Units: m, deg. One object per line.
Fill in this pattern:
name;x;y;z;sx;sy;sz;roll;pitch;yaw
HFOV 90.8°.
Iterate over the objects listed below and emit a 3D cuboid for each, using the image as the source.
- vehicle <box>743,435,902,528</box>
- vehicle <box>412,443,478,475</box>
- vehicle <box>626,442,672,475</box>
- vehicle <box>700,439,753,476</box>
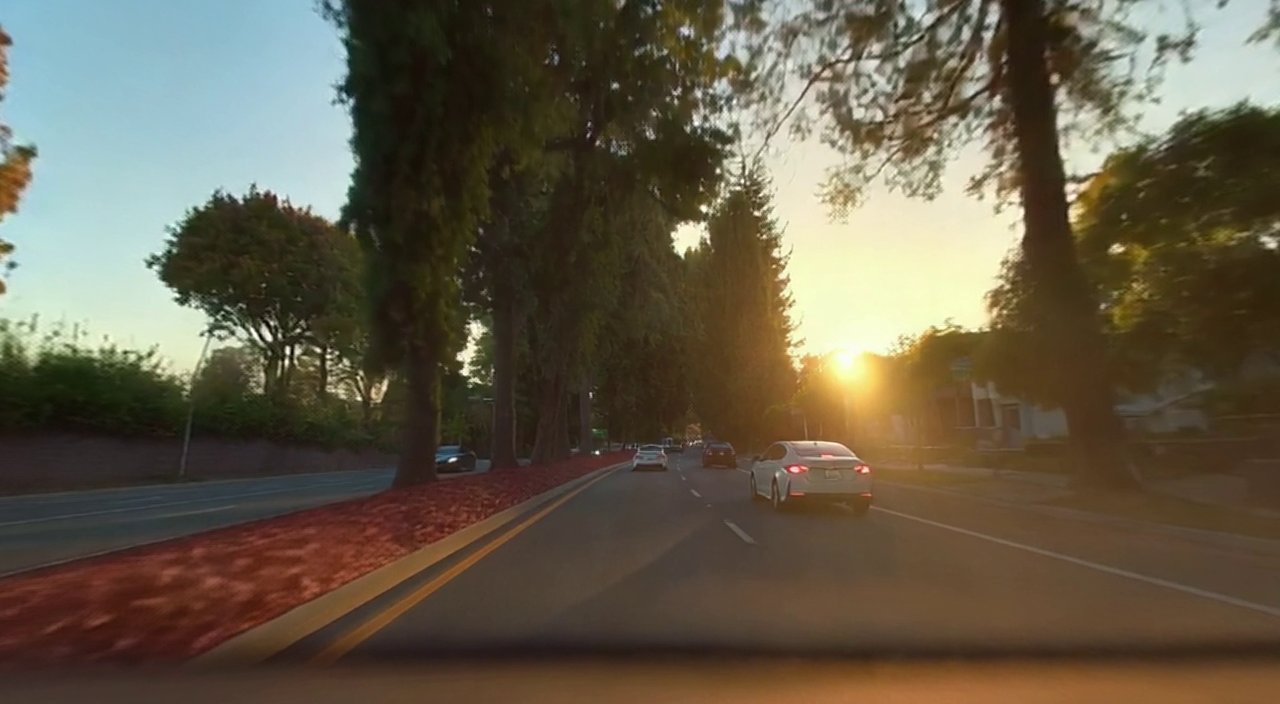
vehicle;3.396;2.481;12.695;1.985;1.529;4.147;0;-9;1
vehicle;-10.848;5.979;35.527;2.067;1.657;4.510;0;-9;2
vehicle;0.481;5.091;30.485;2.082;1.473;4.028;0;-9;2
vehicle;4.180;5.154;31.122;2.074;1.652;4.340;0;-9;1
